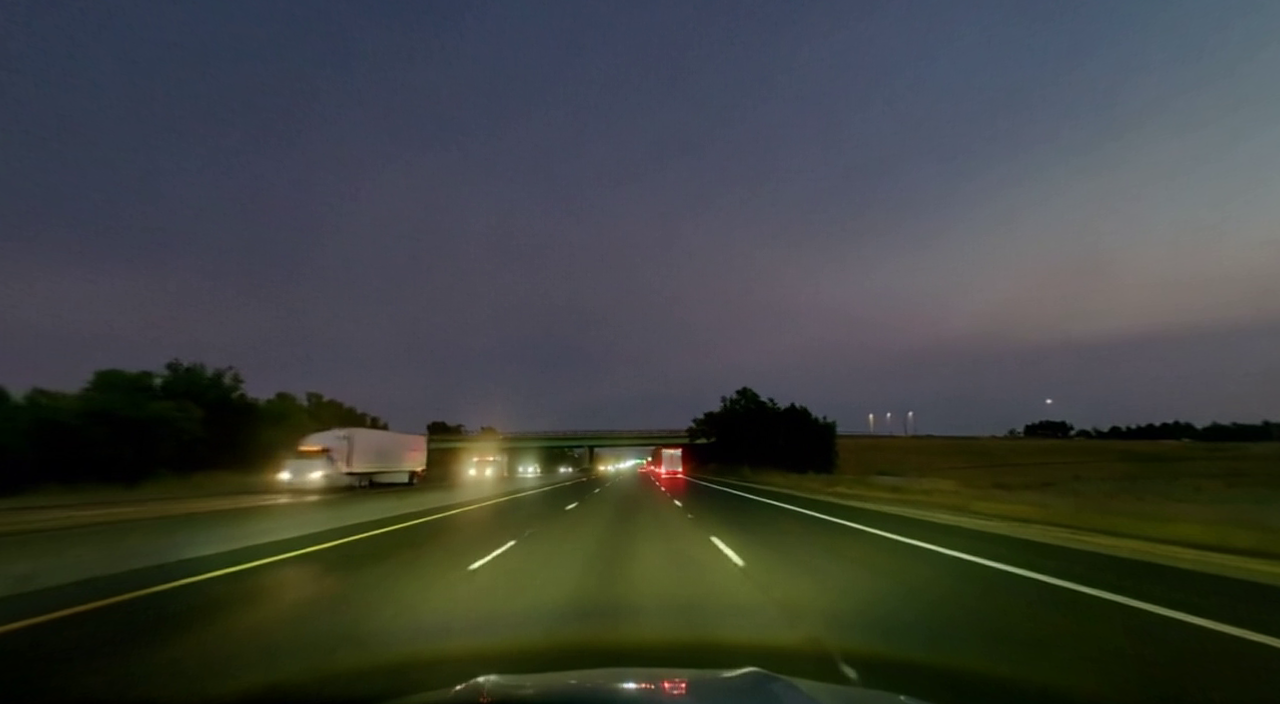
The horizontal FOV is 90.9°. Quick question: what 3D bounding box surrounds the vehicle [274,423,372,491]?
[{"bbox_3d":[-20.021,6.760,40.286,2.955,3.964,5.878,1,-11,0],"label":"vehicle"}]
